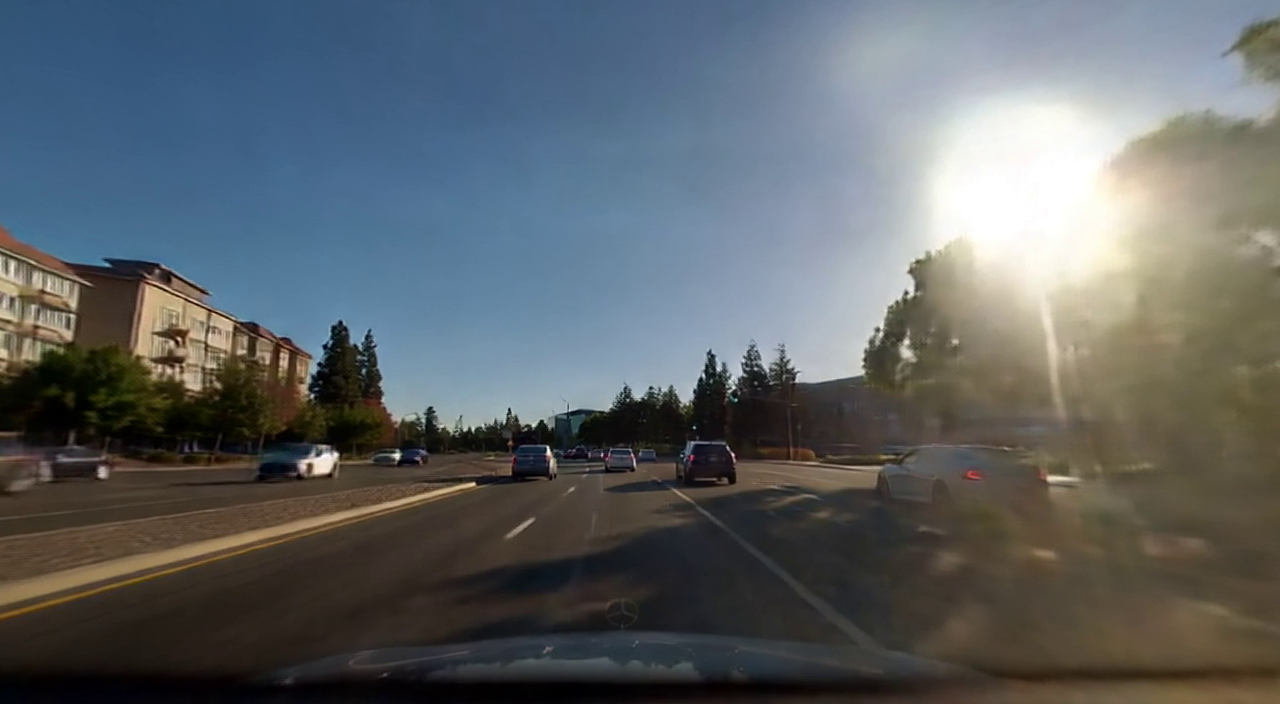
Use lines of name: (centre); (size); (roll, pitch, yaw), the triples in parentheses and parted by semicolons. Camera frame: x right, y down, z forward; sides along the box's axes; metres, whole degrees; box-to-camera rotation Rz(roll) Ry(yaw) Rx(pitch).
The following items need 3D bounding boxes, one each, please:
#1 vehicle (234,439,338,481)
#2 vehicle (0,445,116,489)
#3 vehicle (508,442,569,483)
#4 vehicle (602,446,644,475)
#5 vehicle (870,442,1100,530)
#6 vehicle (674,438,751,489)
vehicle: (-15.368, 4.689, 27.759); (1.970, 1.650, 4.507); (0, -8, -1)
vehicle: (-22.493, 4.225, 23.603); (1.919, 1.462, 4.580); (0, -8, -1)
vehicle: (-4.485, 4.922, 28.457); (2.172, 1.671, 4.175); (0, -8, -2)
vehicle: (-0.983, 5.908, 34.636); (2.155, 1.486, 4.403); (0, -8, -3)
vehicle: (6.388, 2.490, 12.414); (1.945, 1.408, 4.288); (0, -8, -3)
vehicle: (2.587, 4.110, 23.730); (2.161, 1.716, 4.194); (0, -8, -4)
